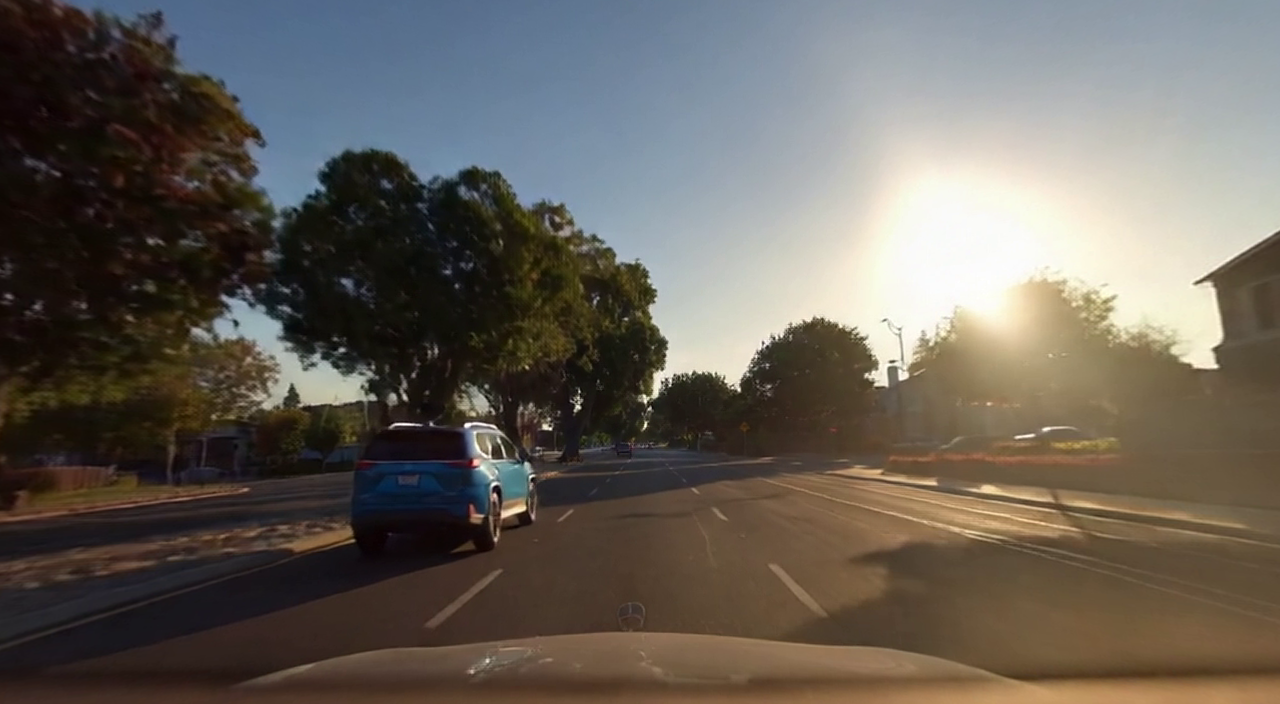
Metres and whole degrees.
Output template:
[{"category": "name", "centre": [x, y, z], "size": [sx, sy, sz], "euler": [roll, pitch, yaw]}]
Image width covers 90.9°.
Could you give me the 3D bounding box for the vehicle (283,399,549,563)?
[{"category": "vehicle", "centre": [-2.895, 1.811, 9.590], "size": [2.179, 1.851, 4.756], "euler": [0, -8, 1]}]
